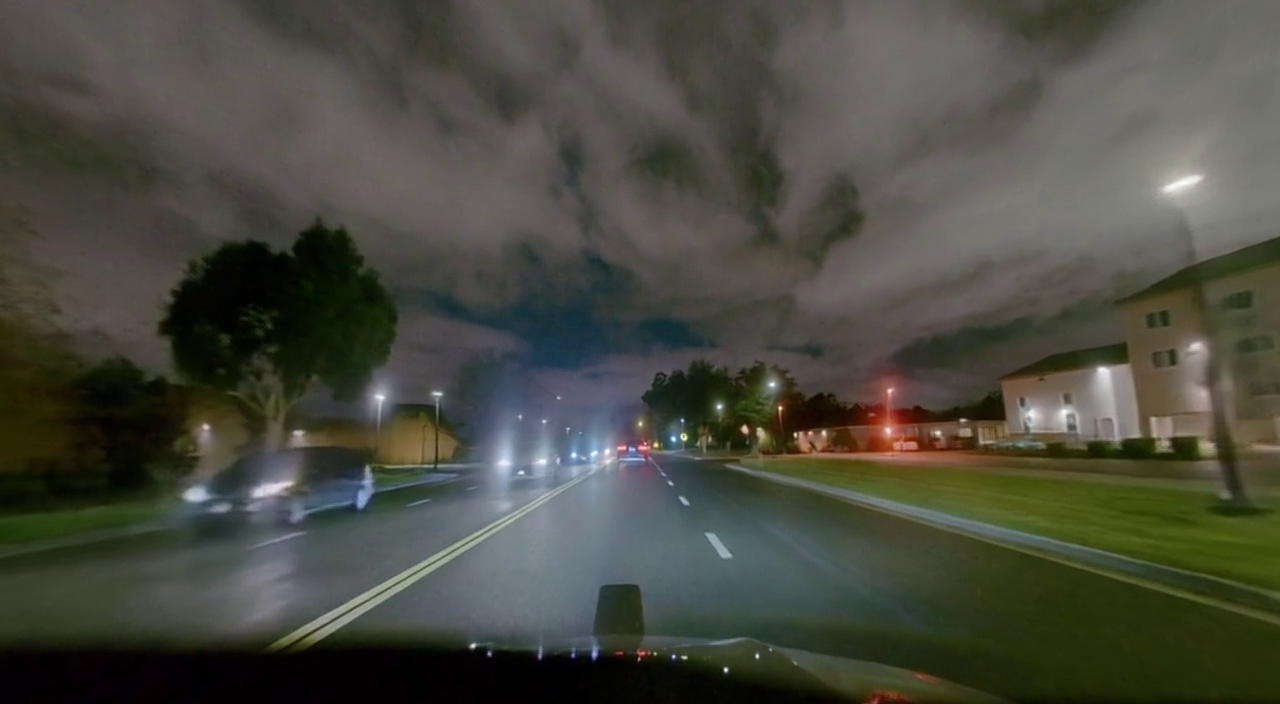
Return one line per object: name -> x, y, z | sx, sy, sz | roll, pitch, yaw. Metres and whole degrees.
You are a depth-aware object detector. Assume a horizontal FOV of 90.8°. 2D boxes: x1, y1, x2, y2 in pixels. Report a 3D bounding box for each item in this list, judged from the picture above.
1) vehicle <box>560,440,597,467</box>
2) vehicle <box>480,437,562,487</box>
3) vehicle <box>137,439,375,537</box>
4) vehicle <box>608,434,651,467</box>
vehicle -> -4.086, 6.797, 42.354 | 1.977, 1.729, 4.625 | 0, -9, 0
vehicle -> -4.187, 3.939, 22.903 | 2.115, 1.638, 4.098 | 0, -9, 1
vehicle -> -7.964, 2.831, 13.892 | 2.211, 1.608, 4.942 | -3, -9, -1
vehicle -> -0.615, 6.299, 40.432 | 2.554, 1.902, 5.329 | 0, -9, 1
